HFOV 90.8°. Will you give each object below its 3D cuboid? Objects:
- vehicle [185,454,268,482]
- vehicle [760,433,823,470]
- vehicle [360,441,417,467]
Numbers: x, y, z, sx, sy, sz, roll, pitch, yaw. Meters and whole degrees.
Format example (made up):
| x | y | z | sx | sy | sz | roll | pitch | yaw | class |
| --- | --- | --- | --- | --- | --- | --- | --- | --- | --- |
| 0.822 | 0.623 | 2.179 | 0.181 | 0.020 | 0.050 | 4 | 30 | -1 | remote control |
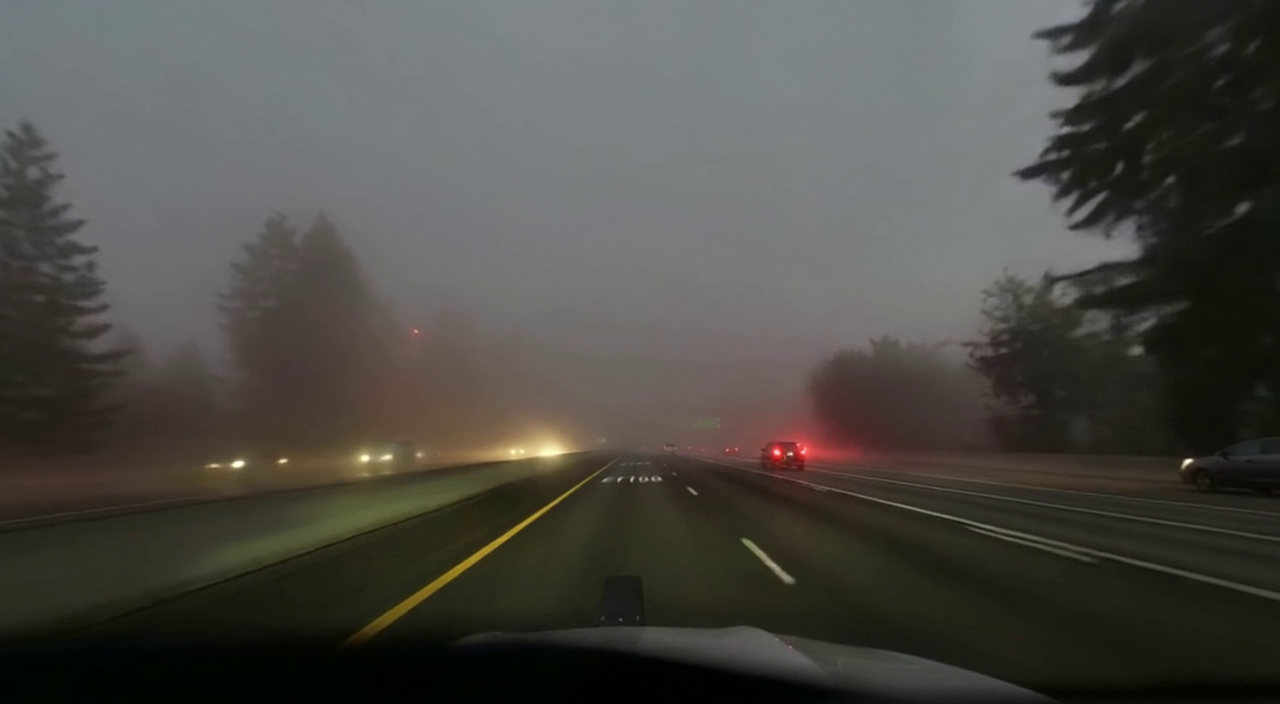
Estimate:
| x | y | z | sx | sy | sz | roll | pitch | yaw | class |
| --- | --- | --- | --- | --- | --- | --- | --- | --- | --- |
| -24.883 | 6.965 | 38.280 | 1.922 | 1.525 | 4.595 | 0 | -8 | 0 | vehicle |
| 7.998 | 5.307 | 33.880 | 2.098 | 1.820 | 4.505 | 1 | -9 | -2 | vehicle |
| -17.187 | 7.007 | 43.431 | 1.996 | 1.697 | 4.653 | 0 | -9 | 0 | vehicle |
